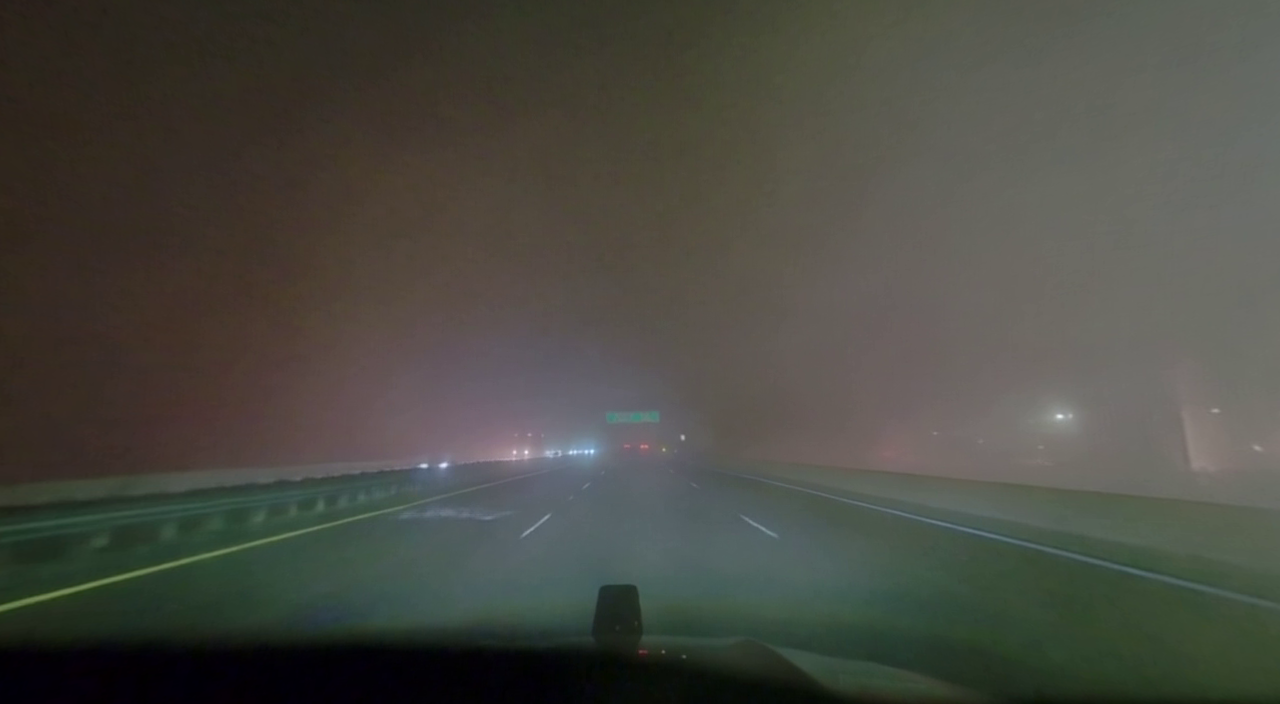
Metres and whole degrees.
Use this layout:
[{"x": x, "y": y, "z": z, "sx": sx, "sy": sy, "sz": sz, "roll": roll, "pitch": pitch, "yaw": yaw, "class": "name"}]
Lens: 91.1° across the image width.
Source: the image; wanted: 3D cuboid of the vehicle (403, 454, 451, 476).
[{"x": -16.027, "y": 8.529, "z": 47.657, "sx": 1.952, "sy": 1.496, "sz": 4.769, "roll": 0, "pitch": -9, "yaw": 0, "class": "vehicle"}]
